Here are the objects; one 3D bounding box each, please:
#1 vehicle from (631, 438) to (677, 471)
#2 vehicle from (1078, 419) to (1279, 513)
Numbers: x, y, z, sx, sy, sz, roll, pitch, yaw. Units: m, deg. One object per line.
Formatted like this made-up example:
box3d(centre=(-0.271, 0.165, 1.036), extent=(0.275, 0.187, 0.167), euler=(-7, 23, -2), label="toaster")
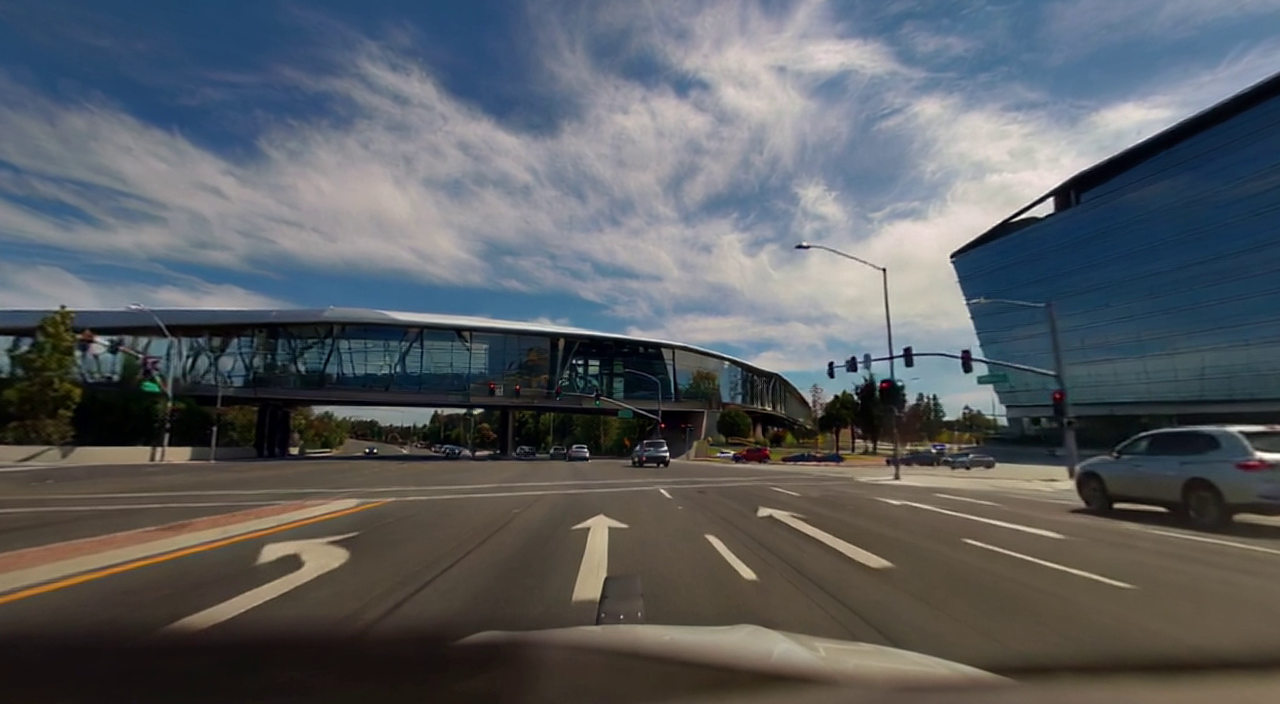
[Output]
box3d(centre=(0.710, 5.814, 36.056), extent=(2.024, 1.724, 3.928), euler=(1, -8, -8), label="vehicle")
box3d(centre=(12.314, 2.456, 14.081), extent=(2.130, 1.741, 4.665), euler=(-1, -8, 6), label="vehicle")
